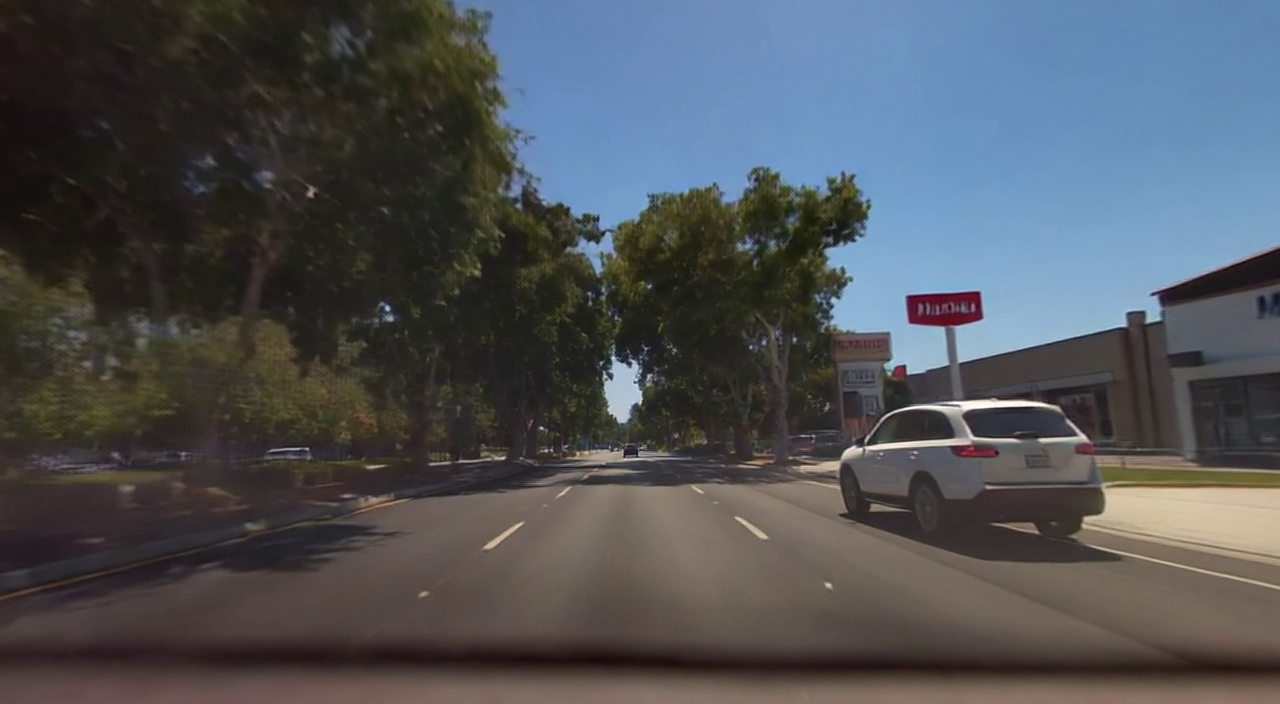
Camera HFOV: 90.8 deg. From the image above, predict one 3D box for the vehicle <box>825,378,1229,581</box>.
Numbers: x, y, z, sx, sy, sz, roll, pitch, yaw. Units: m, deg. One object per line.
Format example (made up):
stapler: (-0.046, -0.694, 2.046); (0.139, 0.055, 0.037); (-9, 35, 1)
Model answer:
vehicle: (4.533, 1.603, 8.765); (2.185, 1.956, 5.128); (0, -8, -2)

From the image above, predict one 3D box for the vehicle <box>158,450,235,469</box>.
vehicle: (-33.261, 8.055, 47.439); (4.463, 1.411, 1.779); (0, -8, 2)
